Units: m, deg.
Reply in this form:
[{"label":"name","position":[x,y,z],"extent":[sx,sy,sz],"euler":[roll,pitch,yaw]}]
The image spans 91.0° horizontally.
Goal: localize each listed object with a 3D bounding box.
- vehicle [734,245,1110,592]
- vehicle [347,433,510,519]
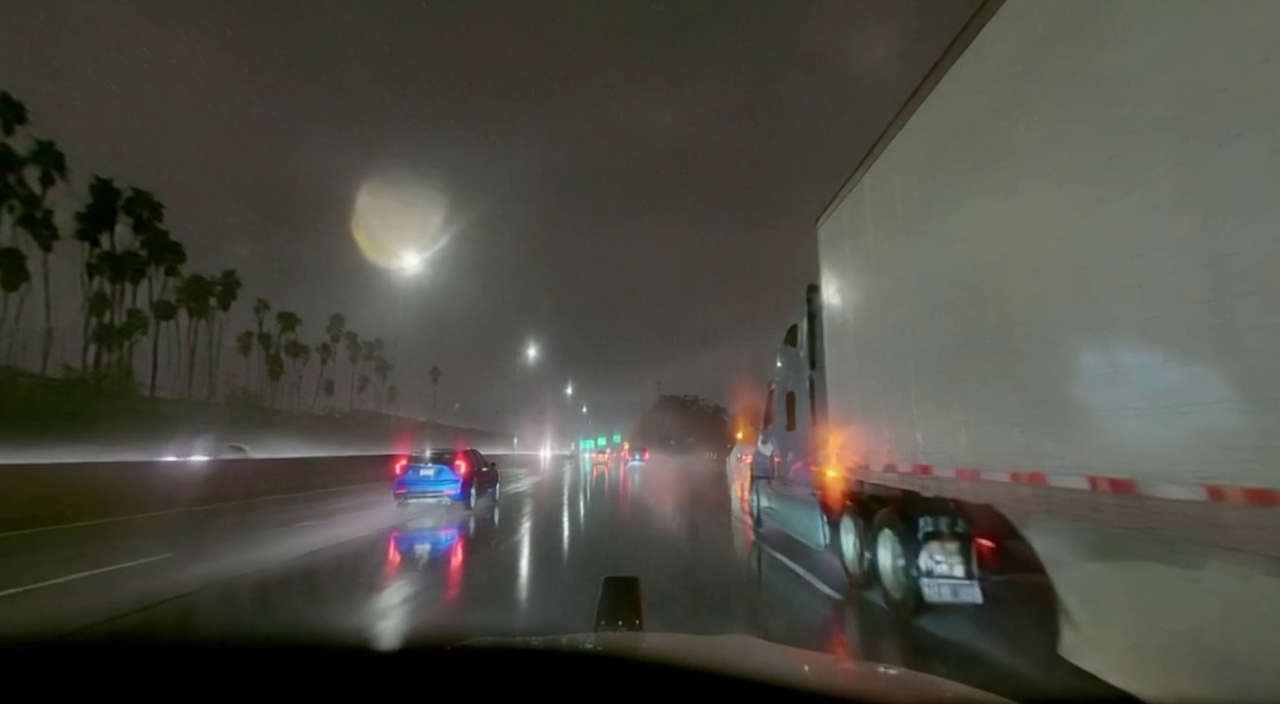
[{"label":"vehicle","position":[3.533,1.110,9.990],"extent":[3.073,3.886,5.856],"euler":[0,-9,-1]},{"label":"vehicle","position":[-4.272,2.570,13.571],"extent":[2.120,1.537,4.139],"euler":[0,-9,-1]}]
